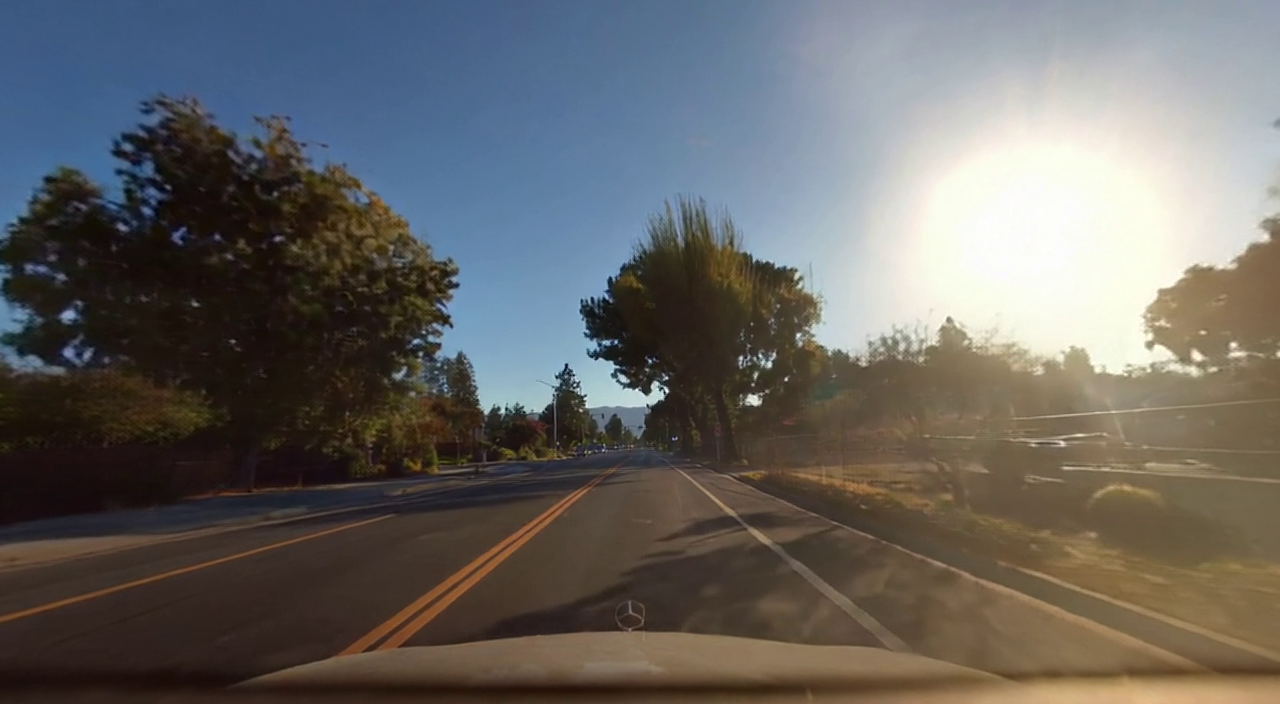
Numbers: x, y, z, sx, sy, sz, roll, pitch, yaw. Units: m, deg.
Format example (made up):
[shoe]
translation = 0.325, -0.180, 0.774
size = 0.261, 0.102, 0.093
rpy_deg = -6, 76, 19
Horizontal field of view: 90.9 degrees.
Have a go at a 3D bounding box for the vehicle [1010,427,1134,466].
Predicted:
[vehicle]
translation = 20.216, 4.452, 29.658
size = 4.151, 1.730, 2.131
rpy_deg = 0, -9, 3
